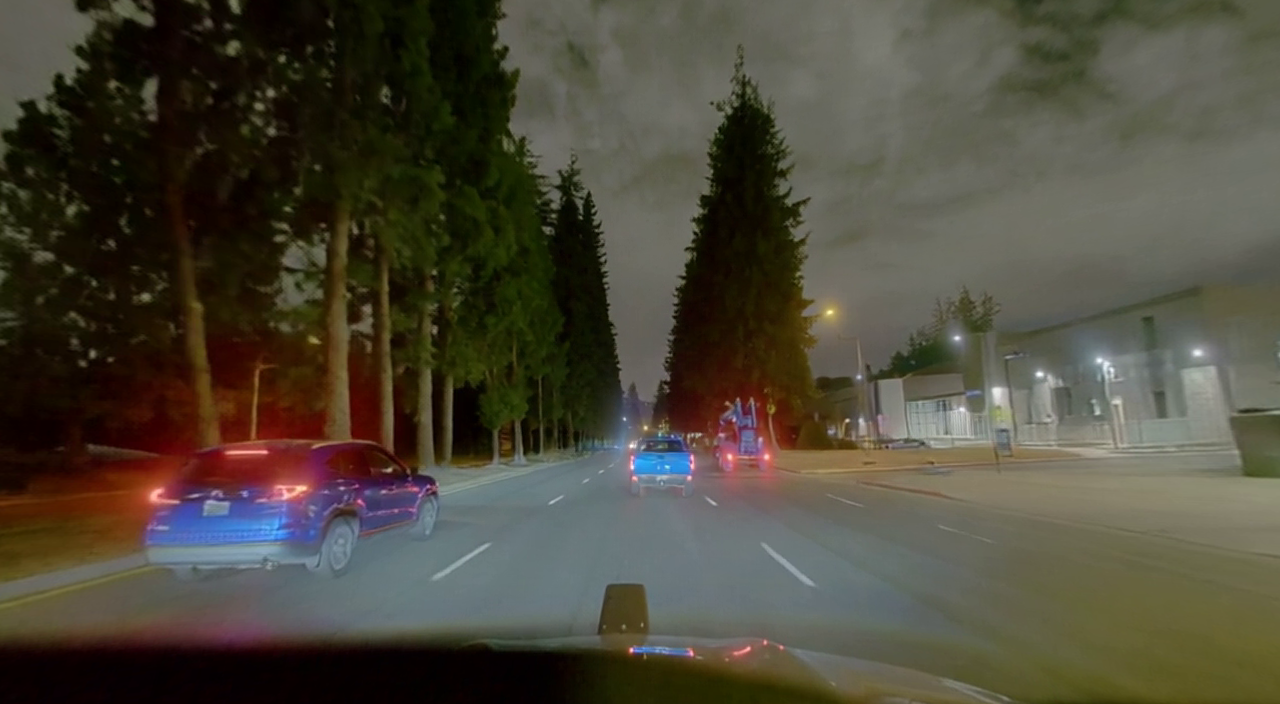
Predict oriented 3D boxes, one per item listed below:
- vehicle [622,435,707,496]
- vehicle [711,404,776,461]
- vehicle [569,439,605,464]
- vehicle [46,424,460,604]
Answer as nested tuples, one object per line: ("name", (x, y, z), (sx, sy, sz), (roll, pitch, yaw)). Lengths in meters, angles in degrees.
("vehicle", (0.595, 3.089, 17.533), (2.086, 1.466, 4.026), (0, -8, 0))
("vehicle", (5.999, 4.815, 37.489), (2.736, 3.078, 5.825), (-1, -8, -1))
("vehicle", (-3.673, 7.010, 44.365), (2.062, 1.641, 4.193), (0, -8, 2))
("vehicle", (-3.979, 1.727, 7.794), (2.003, 1.507, 4.808), (0, -8, 1))
